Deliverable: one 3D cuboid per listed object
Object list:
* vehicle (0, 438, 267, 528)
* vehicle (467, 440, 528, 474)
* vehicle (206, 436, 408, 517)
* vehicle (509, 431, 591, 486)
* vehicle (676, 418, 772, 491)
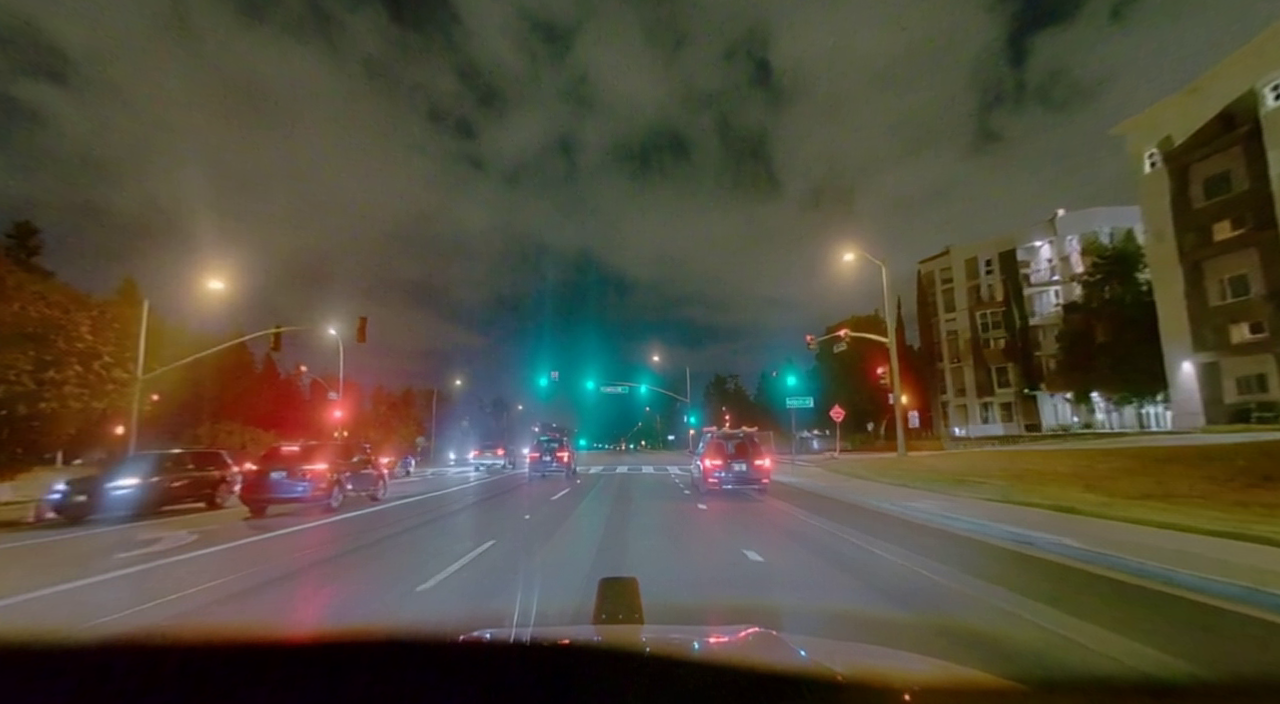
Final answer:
[{"bbox_3d":[-9.898,2.531,12.865,1.874,1.492,4.475,0,-9,0],"label":"vehicle"},{"bbox_3d":[-6.704,4.959,30.099,1.993,1.492,3.666,0,-9,0],"label":"vehicle"},{"bbox_3d":[-7.068,2.672,14.123,1.928,1.488,4.635,0,-8,1],"label":"vehicle"},{"bbox_3d":[-2.895,3.532,21.242,2.121,1.654,3.993,0,-8,1],"label":"vehicle"},{"bbox_3d":[2.278,2.959,18.431,2.197,1.835,4.316,0,-9,0],"label":"vehicle"}]
